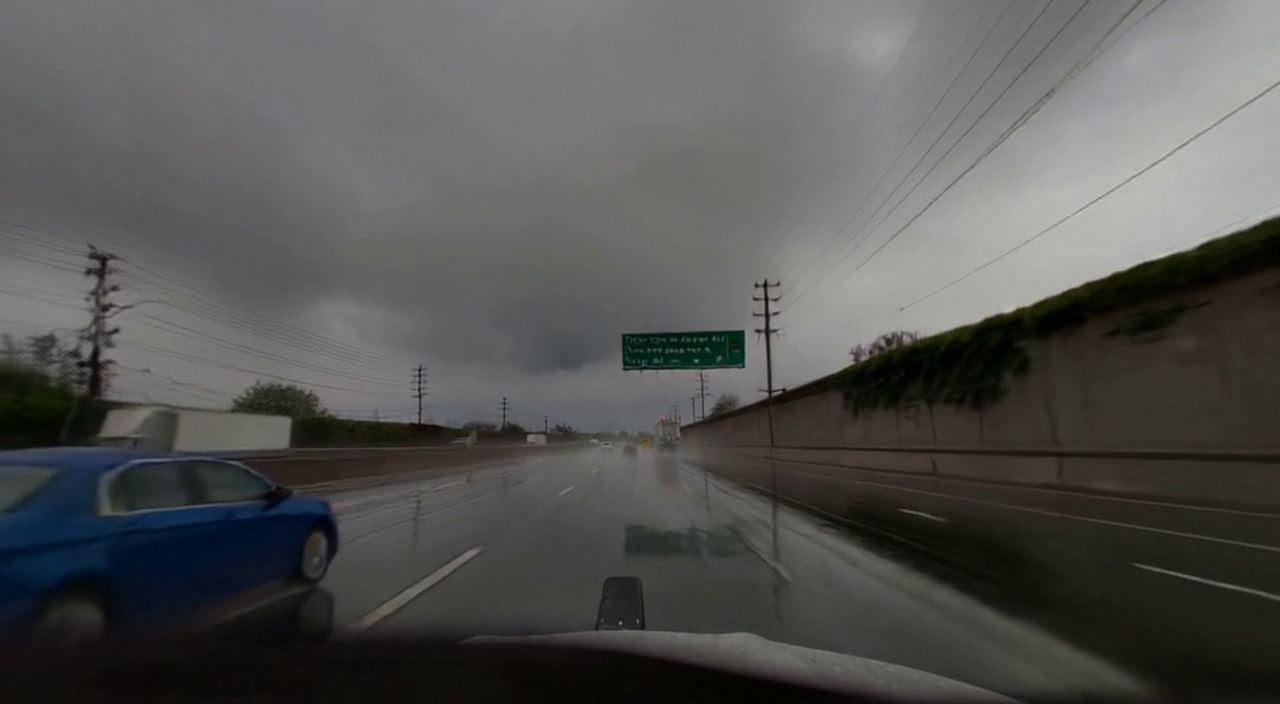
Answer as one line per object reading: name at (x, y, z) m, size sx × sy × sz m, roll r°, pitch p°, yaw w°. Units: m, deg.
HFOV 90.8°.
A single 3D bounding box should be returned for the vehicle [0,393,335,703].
vehicle at (-3.961, 1.127, 3.958) m, size 2.009 × 1.533 × 4.175 m, roll 0°, pitch -9°, yaw 0°
